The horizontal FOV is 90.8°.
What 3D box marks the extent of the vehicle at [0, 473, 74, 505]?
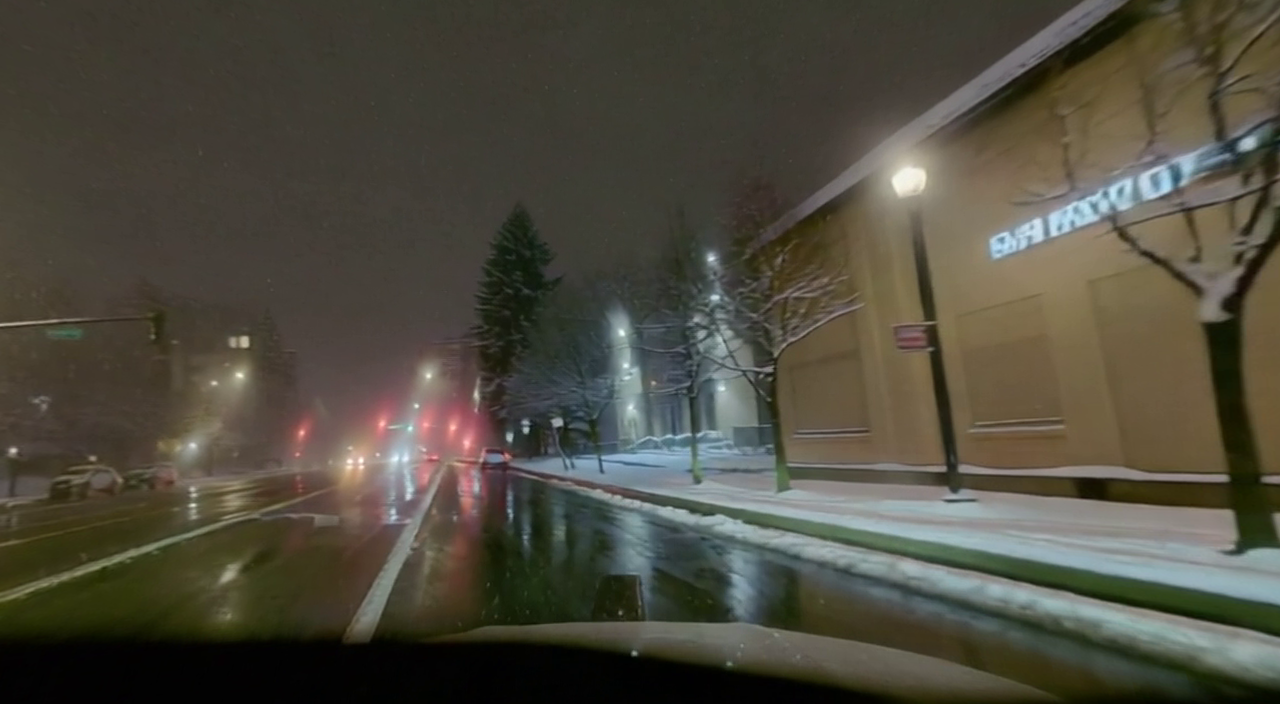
[{"bbox_3d":[-39.830,8.967,41.593,1.962,1.741,4.289,2,-9,-16],"label":"vehicle"}]
